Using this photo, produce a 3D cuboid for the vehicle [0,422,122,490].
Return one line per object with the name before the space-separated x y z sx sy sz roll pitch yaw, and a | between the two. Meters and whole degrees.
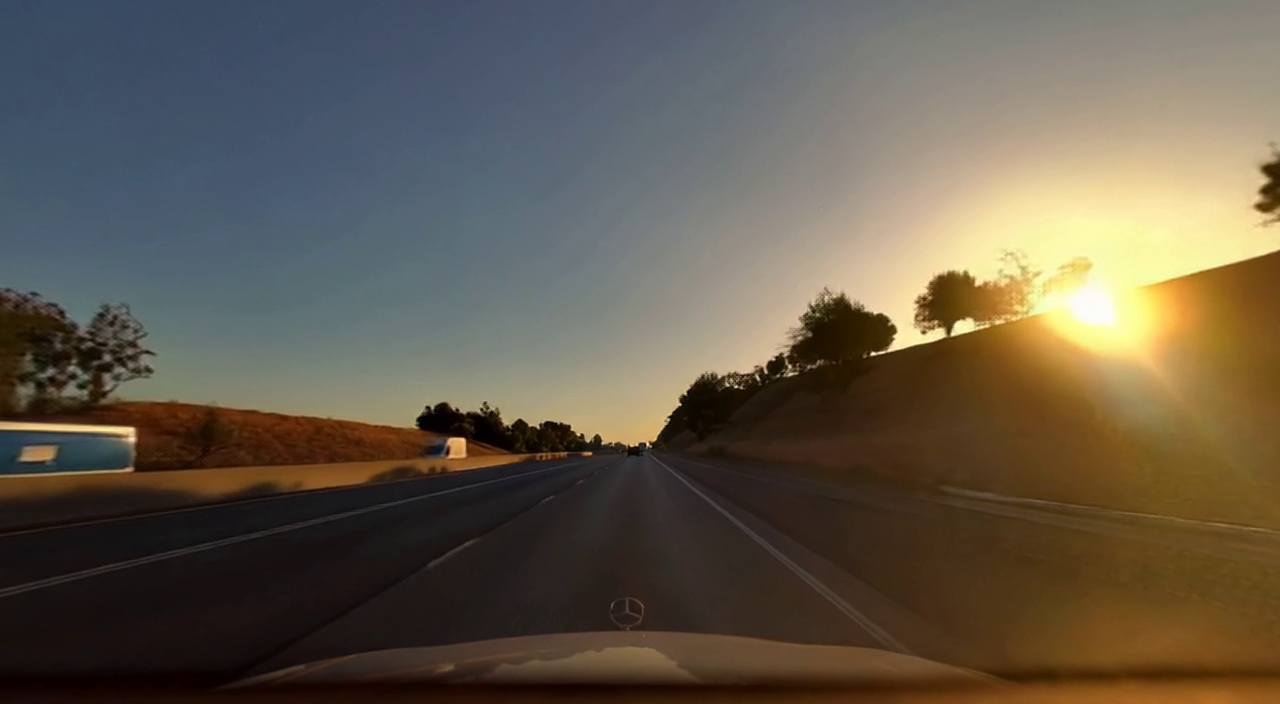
vehicle | -40.997 6.455 39.235 4.331 4.091 18.781 1 -8 -9
